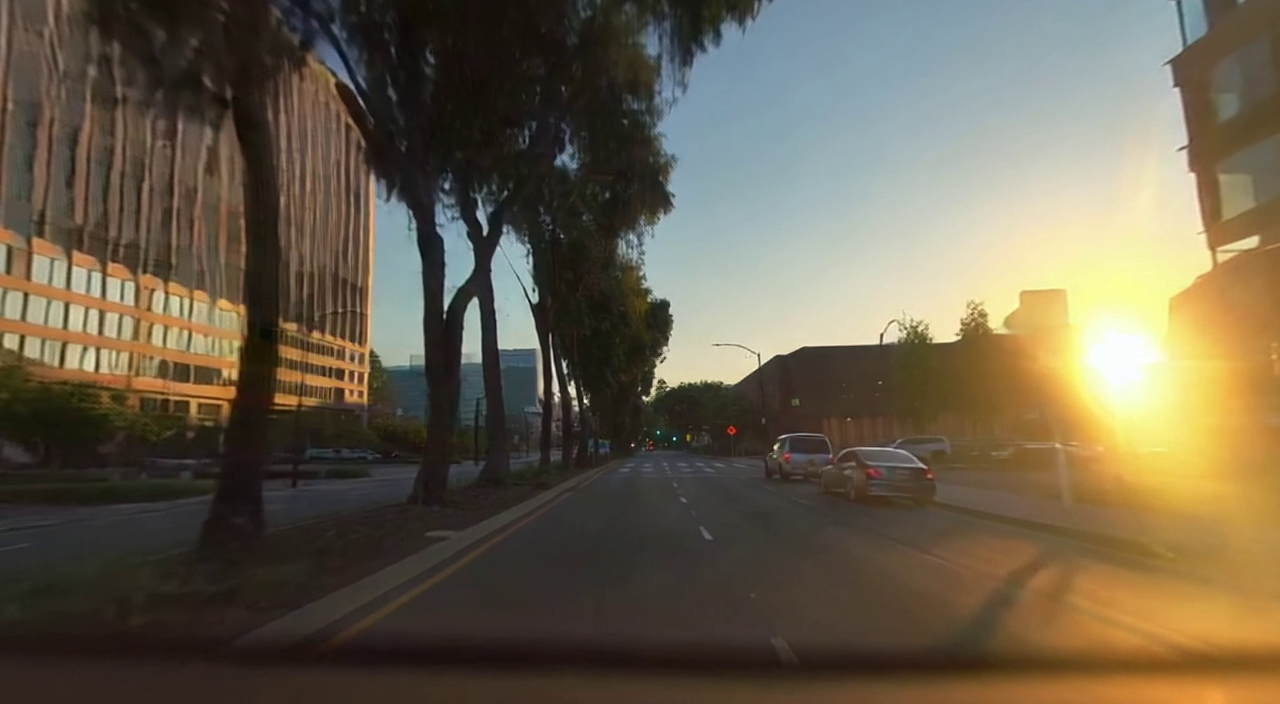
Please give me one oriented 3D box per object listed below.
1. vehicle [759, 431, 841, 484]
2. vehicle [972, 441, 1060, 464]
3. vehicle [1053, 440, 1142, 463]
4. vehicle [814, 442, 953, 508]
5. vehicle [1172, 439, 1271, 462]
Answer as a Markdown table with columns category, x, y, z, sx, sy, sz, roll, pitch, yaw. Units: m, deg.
| category | x | y | z | sx | sy | sz | roll | pitch | yaw |
| --- | --- | --- | --- | --- | --- | --- | --- | --- | --- |
| vehicle | 6.310 | 4.221 | 25.512 | 2.045 | 1.890 | 4.876 | 0 | -8 | 0 |
| vehicle | 25.238 | 6.728 | 42.449 | 4.733 | 1.494 | 1.794 | 0 | -8 | 0 |
| vehicle | 30.458 | 6.605 | 42.051 | 4.373 | 1.489 | 1.908 | 0 | -8 | 1 |
| vehicle | 6.306 | 3.211 | 16.998 | 1.948 | 1.511 | 4.623 | 0 | -8 | 1 |
| vehicle | 38.537 | 6.500 | 41.842 | 4.519 | 1.466 | 1.996 | 0 | -8 | 1 |
